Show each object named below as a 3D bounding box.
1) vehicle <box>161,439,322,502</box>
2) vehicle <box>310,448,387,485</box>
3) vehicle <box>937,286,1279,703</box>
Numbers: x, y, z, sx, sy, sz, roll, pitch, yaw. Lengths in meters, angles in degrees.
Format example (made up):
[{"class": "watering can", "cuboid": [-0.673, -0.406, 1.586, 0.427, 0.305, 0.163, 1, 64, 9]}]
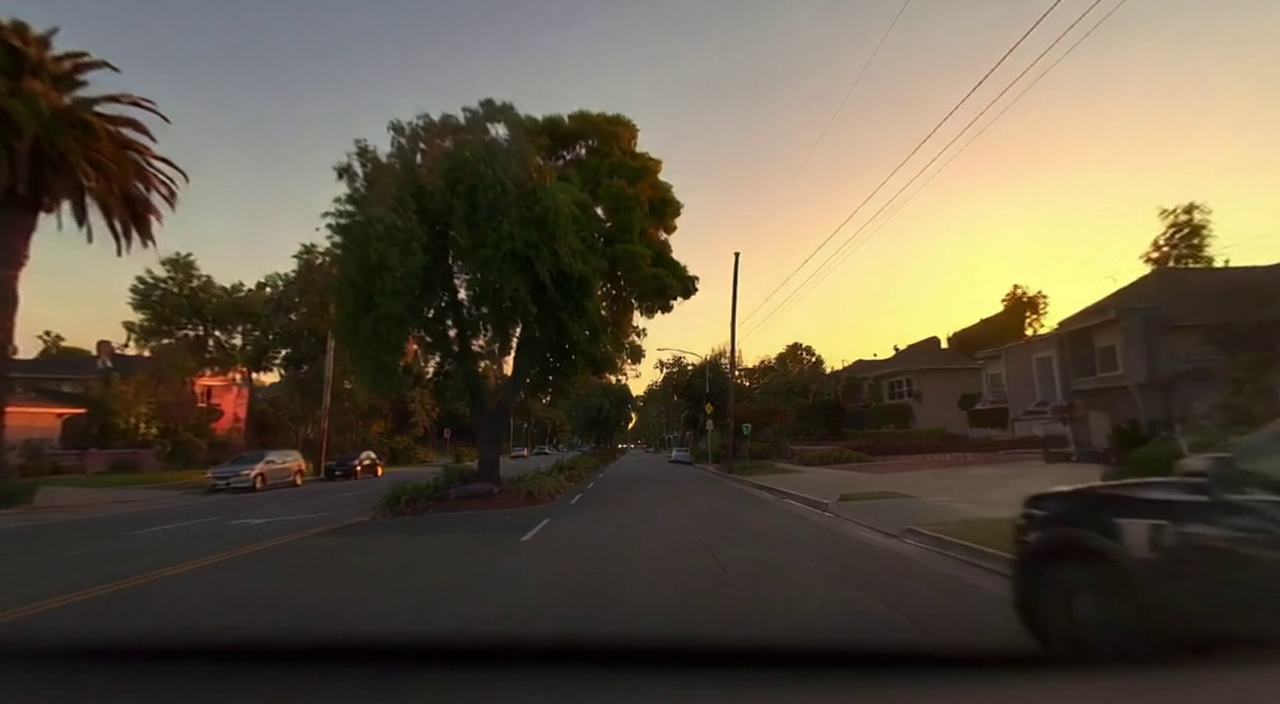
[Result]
[{"class": "vehicle", "cuboid": [-14.197, 4.170, 23.090, 2.245, 1.904, 5.805, -1, -7, -2]}, {"class": "vehicle", "cuboid": [-14.554, 5.691, 31.803, 1.890, 1.568, 4.444, -2, -7, -2]}, {"class": "vehicle", "cuboid": [3.446, 0.699, 1.972, 2.386, 1.916, 5.167, 0, -9, -2]}]
